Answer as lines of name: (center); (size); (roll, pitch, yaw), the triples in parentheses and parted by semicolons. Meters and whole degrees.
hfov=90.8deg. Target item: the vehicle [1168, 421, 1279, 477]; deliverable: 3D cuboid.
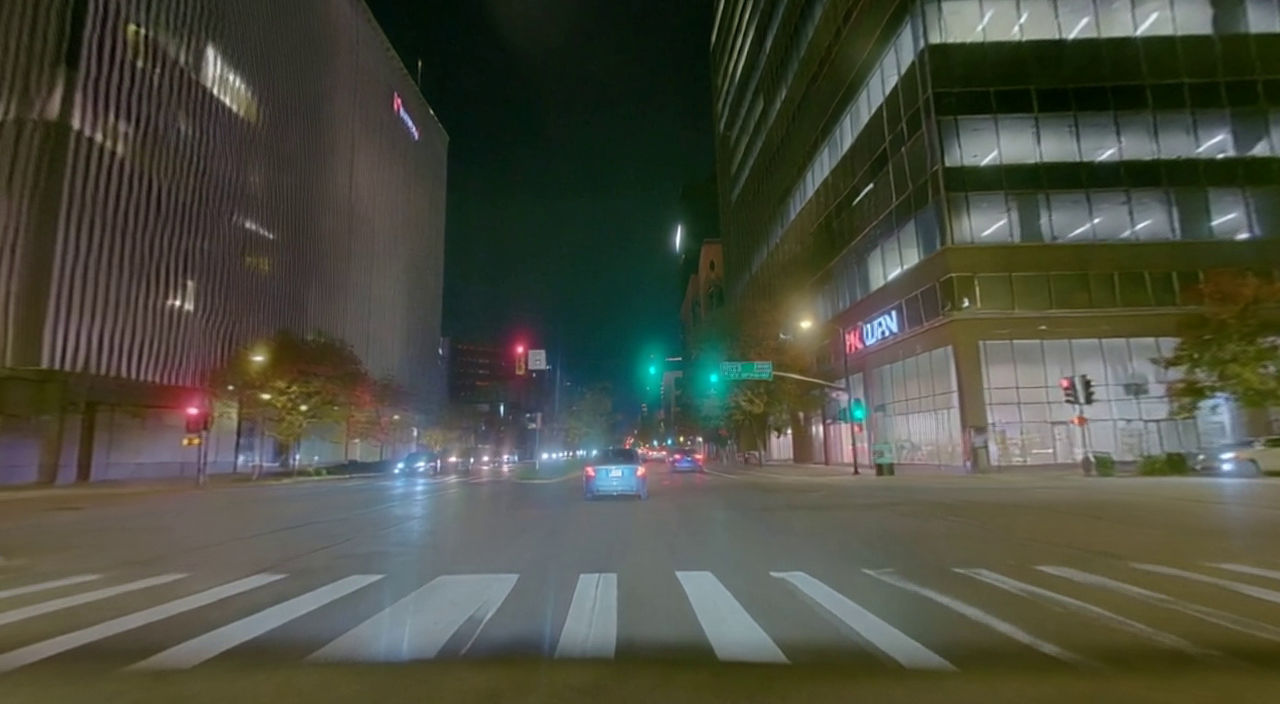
vehicle: (23.985, 3.863, 24.761); (4.384, 2.000, 2.345); (1, -12, -4)

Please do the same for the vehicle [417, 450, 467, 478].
vehicle: (-12.680, 7.176, 40.650); (2.000, 1.507, 4.286); (-2, -7, -2)

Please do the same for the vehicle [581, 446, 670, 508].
vehicle: (-0.401, 3.337, 17.350); (2.144, 1.398, 3.963); (1, -8, -1)

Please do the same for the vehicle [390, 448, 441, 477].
vehicle: (-16.223, 7.999, 45.909); (2.119, 1.815, 4.795); (-2, -7, -1)

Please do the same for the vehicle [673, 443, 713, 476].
vehicle: (3.186, 6.546, 38.733); (2.078, 1.799, 4.089); (1, -8, -1)
